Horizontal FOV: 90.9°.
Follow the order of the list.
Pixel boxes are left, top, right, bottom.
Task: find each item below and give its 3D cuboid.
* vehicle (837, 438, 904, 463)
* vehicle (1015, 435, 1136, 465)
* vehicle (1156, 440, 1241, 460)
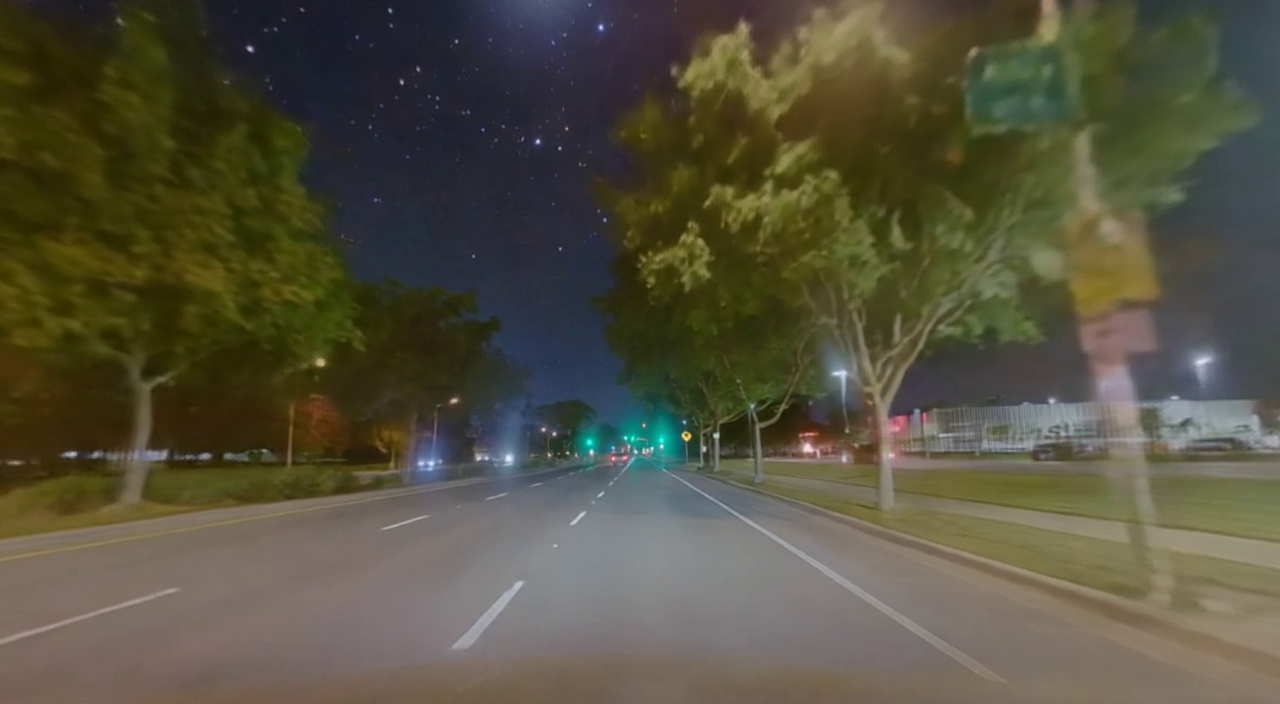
[{"bbox_3d":[14.576,6.261,40.066,3.641,1.408,1.584,-2,-9,5],"label":"vehicle"},{"bbox_3d":[27.511,6.241,40.091,2.196,1.745,5.838,6,-10,-33],"label":"vehicle"},{"bbox_3d":[44.130,7.772,49.956,1.734,1.466,4.611,5,-10,-31],"label":"vehicle"}]
